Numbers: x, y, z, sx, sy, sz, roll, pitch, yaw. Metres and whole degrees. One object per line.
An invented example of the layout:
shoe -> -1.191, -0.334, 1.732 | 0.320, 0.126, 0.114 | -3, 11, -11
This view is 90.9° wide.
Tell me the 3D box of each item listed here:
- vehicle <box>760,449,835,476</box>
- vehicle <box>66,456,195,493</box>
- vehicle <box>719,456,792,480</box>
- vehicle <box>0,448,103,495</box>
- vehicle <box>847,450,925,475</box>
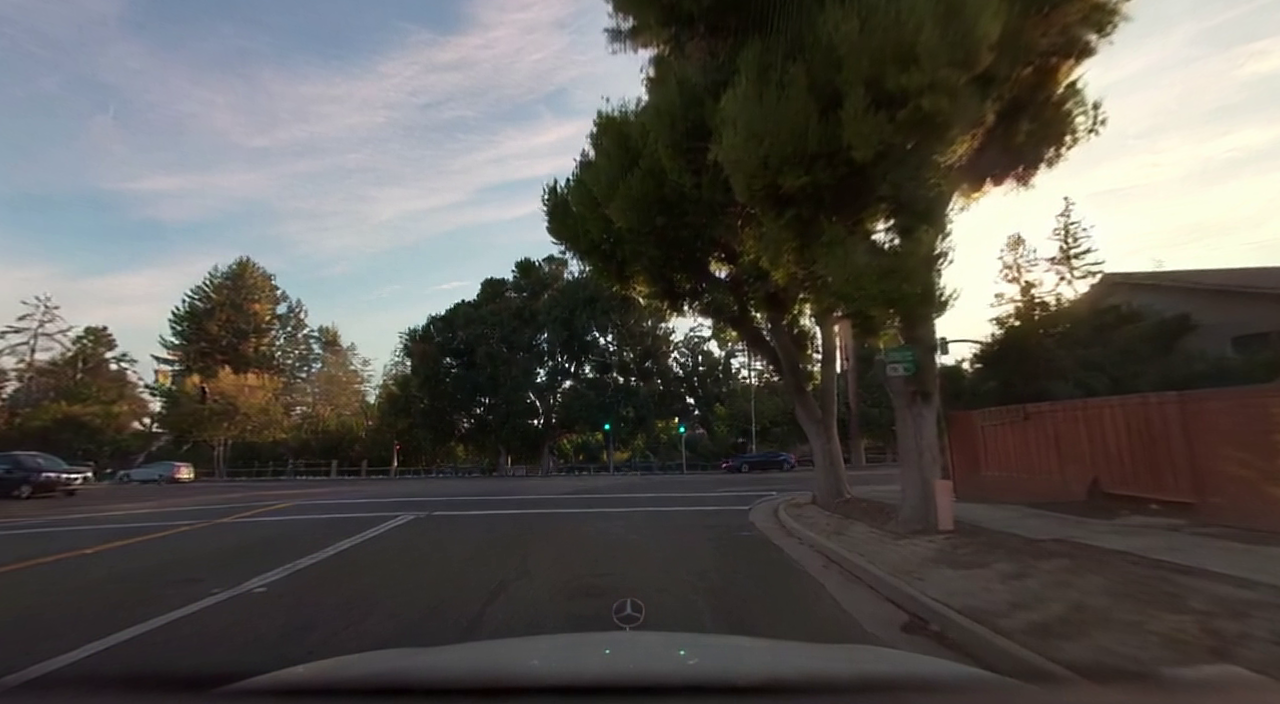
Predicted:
vehicle -> 9.768, 6.838, 39.304 | 4.106, 1.583, 1.806 | 1, -9, -9
vehicle -> -26.000, 6.262, 32.320 | 4.664, 1.728, 1.959 | 1, -9, -6
vehicle -> 7.783, 7.814, 42.601 | 4.510, 1.461, 1.828 | 1, -9, -8
vehicle -> -25.149, 4.722, 25.147 | 5.107, 1.749, 2.254 | 0, -9, -6
vehicle -> 17.178, 7.736, 44.131 | 4.626, 1.608, 1.911 | 1, -9, -8
